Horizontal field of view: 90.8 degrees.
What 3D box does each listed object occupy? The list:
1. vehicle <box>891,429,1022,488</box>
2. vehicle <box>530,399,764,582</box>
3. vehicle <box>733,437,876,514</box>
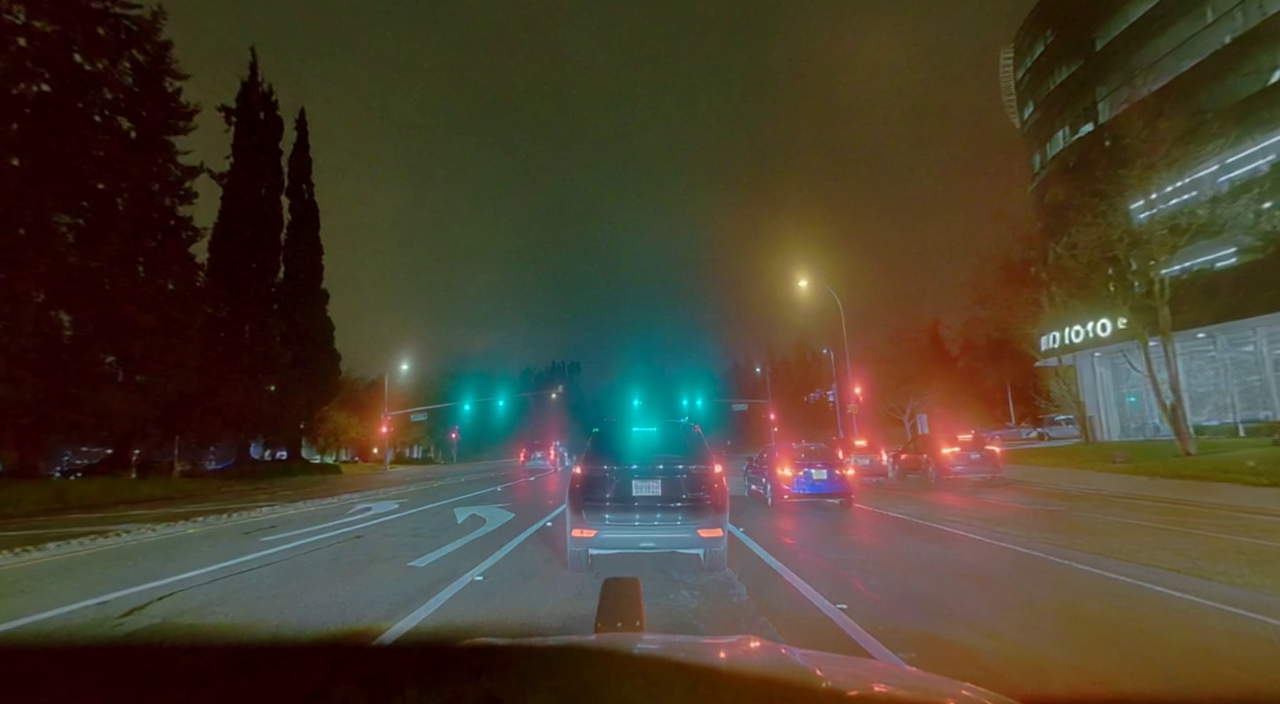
[{"bbox_3d":[10.859,3.695,22.126,2.123,1.812,4.553,0,-9,-1],"label":"vehicle"},{"bbox_3d":[0.062,1.655,8.268,2.266,1.762,4.131,0,-9,0],"label":"vehicle"},{"bbox_3d":[3.498,2.715,14.394,1.997,1.471,4.321,0,-9,-1],"label":"vehicle"}]
